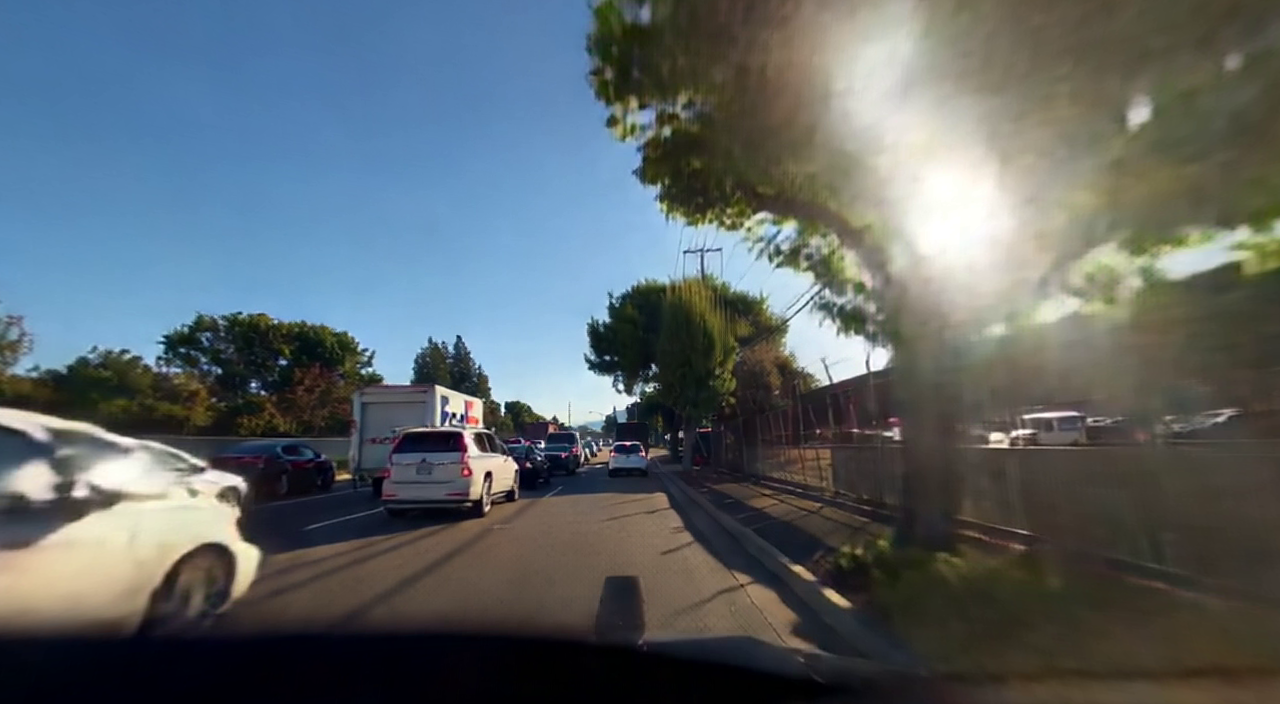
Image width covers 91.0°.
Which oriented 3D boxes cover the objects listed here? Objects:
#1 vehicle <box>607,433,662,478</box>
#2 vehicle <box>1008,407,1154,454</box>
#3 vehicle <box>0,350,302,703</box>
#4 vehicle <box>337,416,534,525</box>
[{"bbox_3d":[-0.241,4.203,25.696,2.055,1.671,4.147,0,-8,-1],"label":"vehicle"},{"bbox_3d":[32.728,5.881,46.905,8.848,3.271,2.774,0,-9,-5],"label":"vehicle"},{"bbox_3d":[-3.392,0.766,1.820,2.057,1.673,4.934,0,-8,0],"label":"vehicle"},{"bbox_3d":[-3.819,2.326,12.942,2.263,1.803,4.868,0,-8,2],"label":"vehicle"}]
